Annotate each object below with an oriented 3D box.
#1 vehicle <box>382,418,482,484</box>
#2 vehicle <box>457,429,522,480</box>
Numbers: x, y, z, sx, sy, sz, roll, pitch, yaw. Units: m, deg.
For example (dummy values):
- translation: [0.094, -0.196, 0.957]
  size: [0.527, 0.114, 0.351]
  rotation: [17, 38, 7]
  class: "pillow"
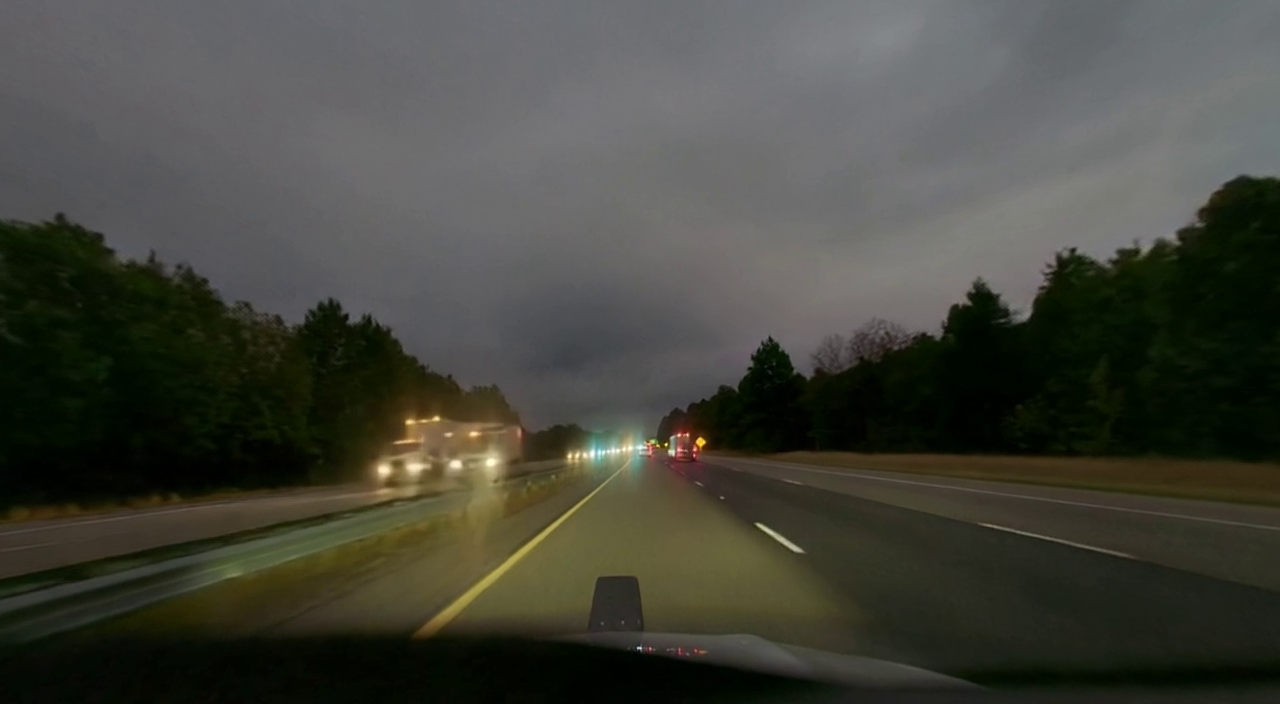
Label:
- translation: [-13.044, 6.405, 40.797]
  size: [2.950, 3.735, 9.889]
  rotation: [0, -9, 1]
  class: "vehicle"
- translation: [-8.507, 5.879, 36.289]
  size: [2.278, 2.697, 5.610]
  rotation: [0, -9, 0]
  class: "vehicle"
